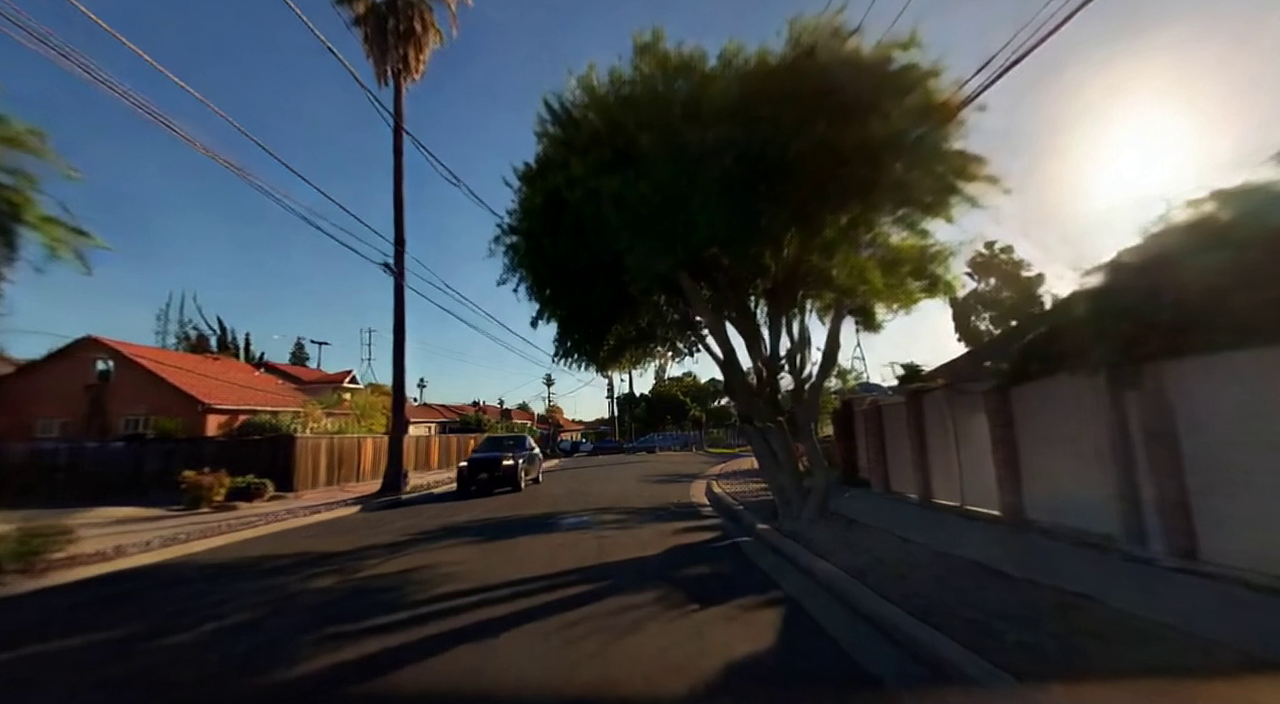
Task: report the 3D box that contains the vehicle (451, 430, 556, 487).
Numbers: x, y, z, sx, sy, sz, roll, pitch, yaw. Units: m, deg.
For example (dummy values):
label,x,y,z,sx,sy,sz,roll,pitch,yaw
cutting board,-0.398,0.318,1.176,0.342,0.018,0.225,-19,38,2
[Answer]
label,x,y,z,sx,sy,sz,roll,pitch,yaw
vehicle,-4.567,3.652,21.923,2.208,1.758,4.529,-1,-8,6
